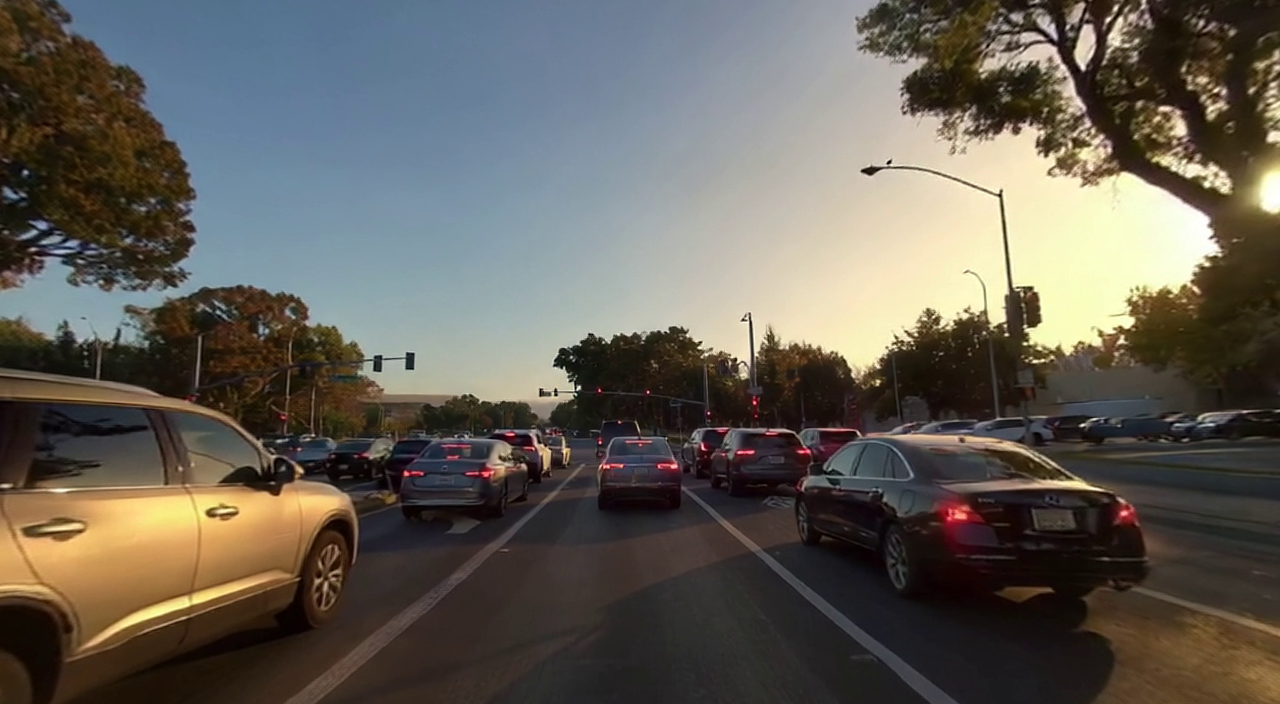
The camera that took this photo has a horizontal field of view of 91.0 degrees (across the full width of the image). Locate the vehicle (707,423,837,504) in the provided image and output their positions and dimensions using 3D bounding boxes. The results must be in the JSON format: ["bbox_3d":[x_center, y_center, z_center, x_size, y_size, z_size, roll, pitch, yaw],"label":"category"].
[{"bbox_3d":[2.978,2.634,15.234,2.106,1.667,4.101,0,-8,-2],"label":"vehicle"}]

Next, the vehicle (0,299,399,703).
[{"bbox_3d":[-3.257,0.915,3.523,2.079,1.756,4.676,0,-8,-2],"label":"vehicle"}]

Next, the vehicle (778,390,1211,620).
[{"bbox_3d":[3.128,1.446,6.924,2.074,1.685,4.387,0,-8,-2],"label":"vehicle"}]

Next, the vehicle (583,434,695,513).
[{"bbox_3d":[-0.088,2.540,13.642,2.076,1.438,3.770,0,-8,-2],"label":"vehicle"}]

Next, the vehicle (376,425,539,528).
[{"bbox_3d":[-3.135,2.219,11.844,1.896,1.546,4.378,0,-8,-2],"label":"vehicle"}]
